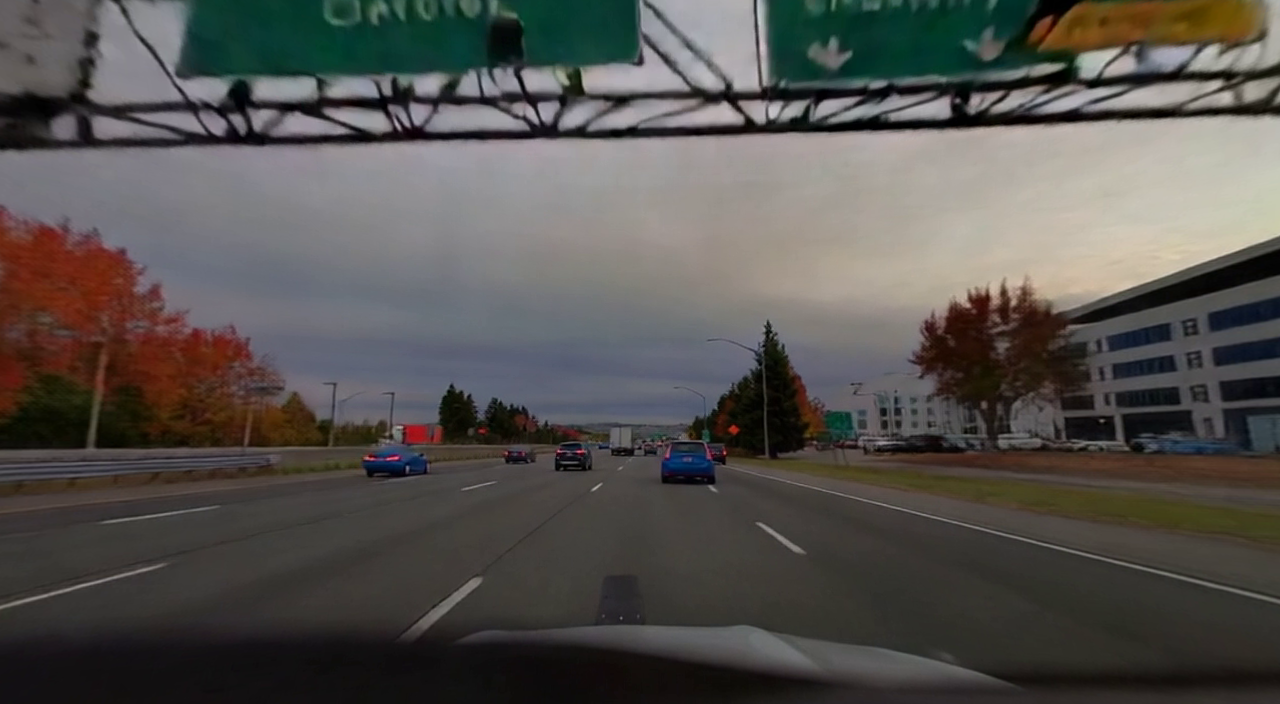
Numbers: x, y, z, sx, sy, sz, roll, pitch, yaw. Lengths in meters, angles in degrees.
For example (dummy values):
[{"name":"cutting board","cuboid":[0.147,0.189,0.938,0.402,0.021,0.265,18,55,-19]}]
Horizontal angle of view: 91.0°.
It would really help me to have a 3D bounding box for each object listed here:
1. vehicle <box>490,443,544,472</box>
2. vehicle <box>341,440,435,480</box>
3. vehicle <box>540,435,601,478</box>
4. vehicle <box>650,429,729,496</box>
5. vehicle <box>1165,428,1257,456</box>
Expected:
[{"name":"vehicle","cuboid":[-6.875,5.932,35.734,2.057,1.496,4.661,0,-9,1]},{"name":"vehicle","cuboid":[-10.677,4.601,27.112,2.006,1.509,4.634,0,-9,1]},{"name":"vehicle","cuboid":[-3.000,4.653,28.223,2.111,1.742,4.315,0,-9,1]},{"name":"vehicle","cuboid":[1.390,3.307,19.111,2.101,1.742,4.495,0,-9,1]},{"name":"vehicle","cuboid":[38.213,6.020,42.212,4.187,1.609,1.944,-3,-7,0]}]
